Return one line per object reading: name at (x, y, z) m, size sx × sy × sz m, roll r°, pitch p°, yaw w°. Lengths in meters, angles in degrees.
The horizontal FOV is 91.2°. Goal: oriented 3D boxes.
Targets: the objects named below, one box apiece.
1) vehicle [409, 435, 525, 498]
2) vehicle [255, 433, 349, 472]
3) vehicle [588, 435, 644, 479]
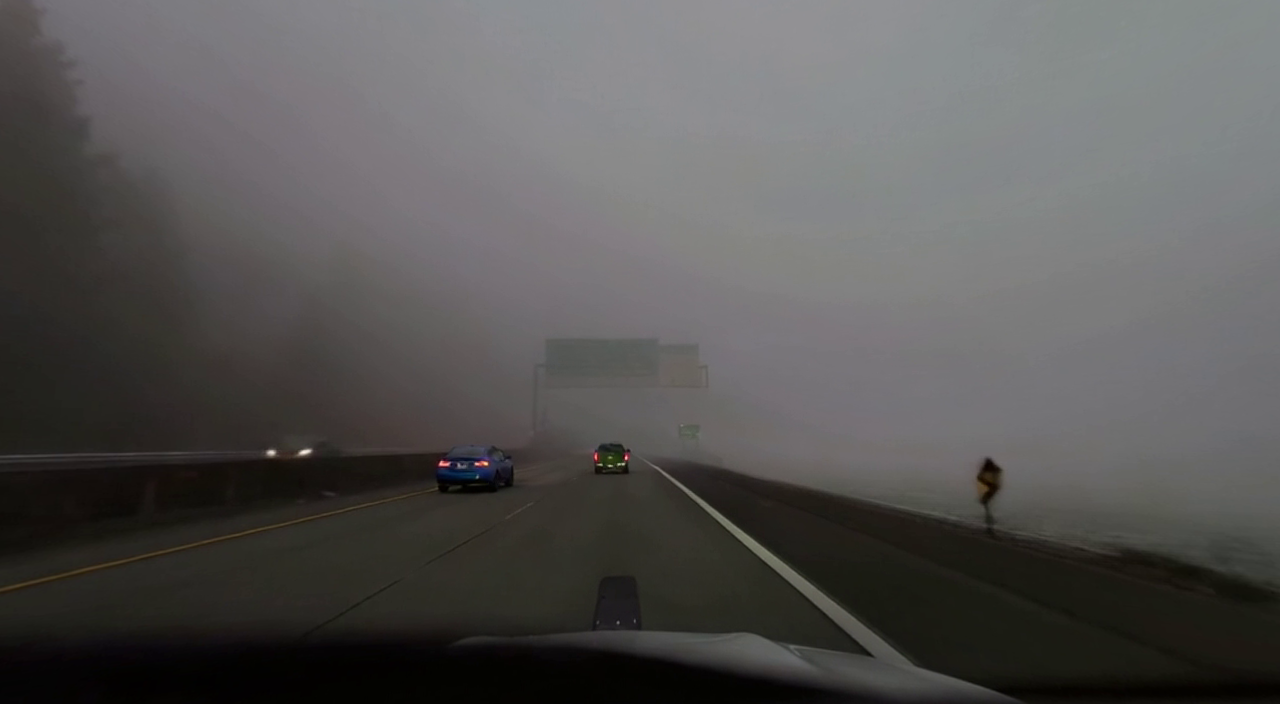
vehicle at (-4.850, 3.284, 18.396) m, size 2.103 × 1.588 × 4.709 m, roll -1°, pitch -9°, yaw 0°
vehicle at (-14.510, 4.334, 27.156) m, size 1.854 × 1.522 × 4.080 m, roll 0°, pitch -9°, yaw -1°
vehicle at (-0.999, 4.429, 26.662) m, size 2.220 × 1.711 × 4.056 m, roll 0°, pitch -9°, yaw -2°
